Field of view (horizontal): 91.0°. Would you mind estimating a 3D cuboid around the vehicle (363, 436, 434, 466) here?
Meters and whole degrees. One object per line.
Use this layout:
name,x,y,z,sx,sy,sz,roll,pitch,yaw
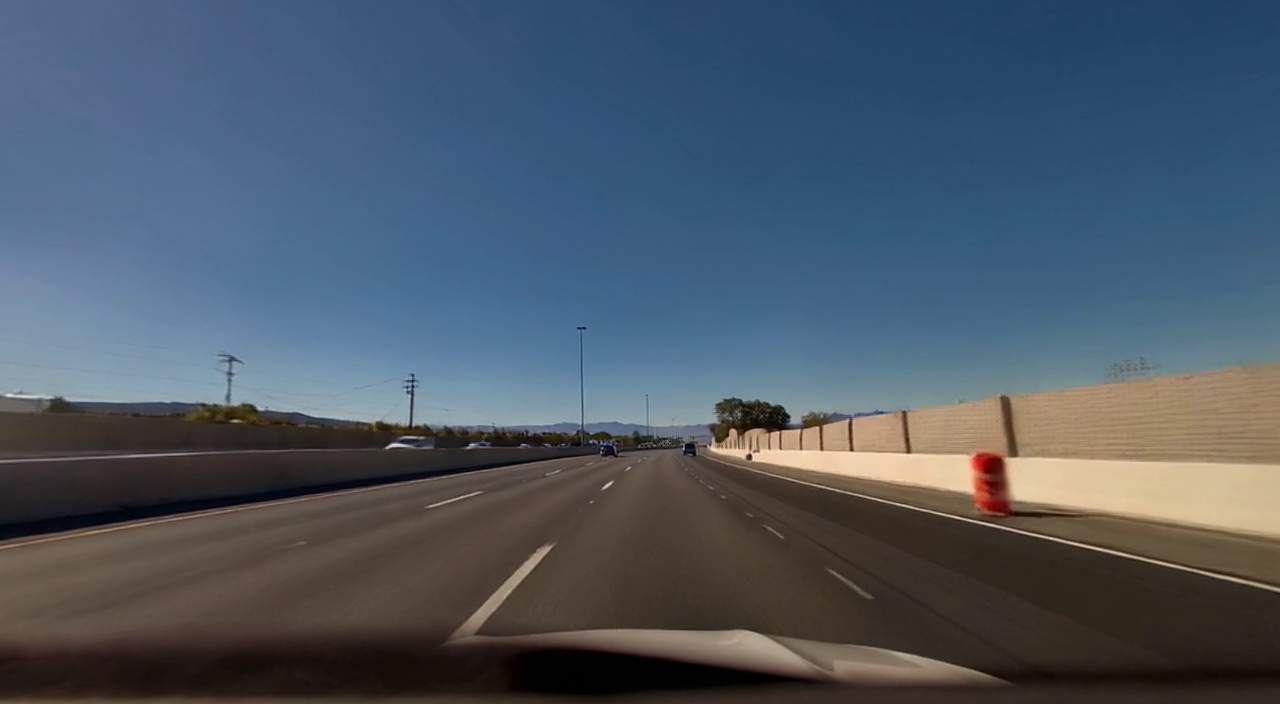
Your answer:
vehicle,-15.302,6.311,40.321,2.202,1.765,5.454,0,-9,2
